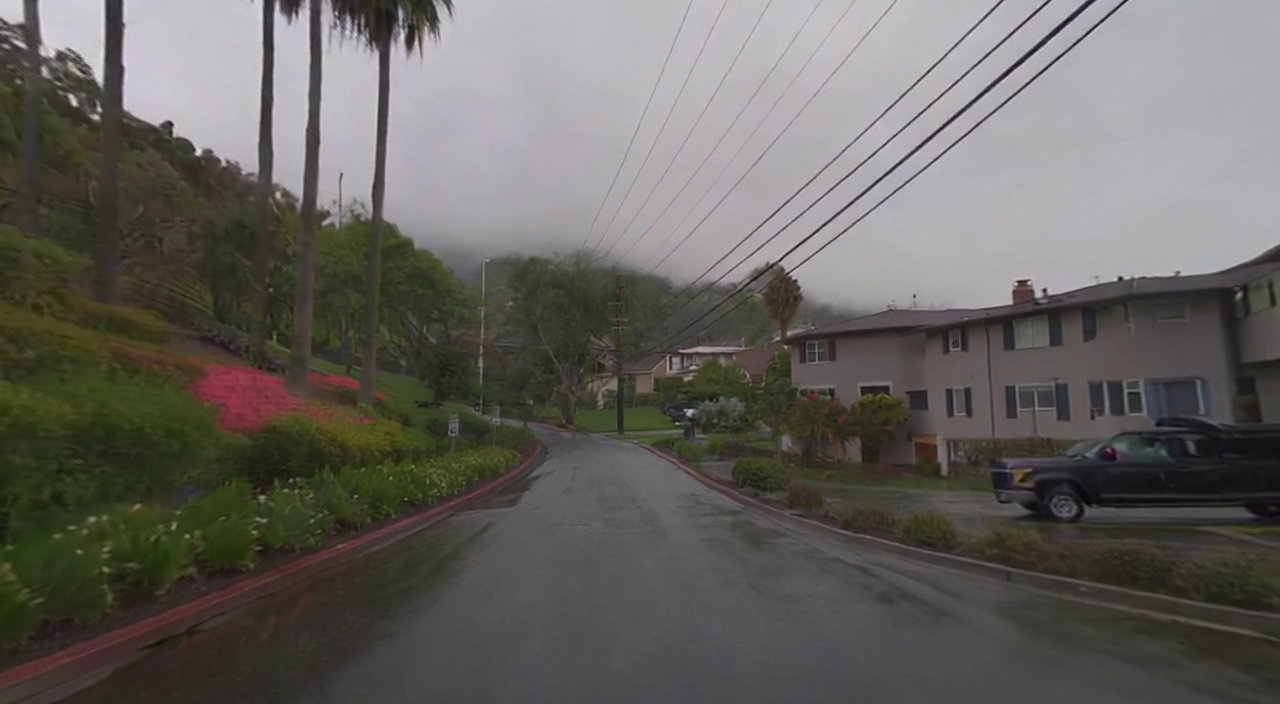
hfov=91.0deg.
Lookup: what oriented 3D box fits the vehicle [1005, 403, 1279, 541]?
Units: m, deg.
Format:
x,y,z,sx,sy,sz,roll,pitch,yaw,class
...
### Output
x,y,z,sx,sy,sz,roll,pitch,yaw,class
9.403,2.043,10.878,5.663,1.913,2.170,5,-10,-21,vehicle
